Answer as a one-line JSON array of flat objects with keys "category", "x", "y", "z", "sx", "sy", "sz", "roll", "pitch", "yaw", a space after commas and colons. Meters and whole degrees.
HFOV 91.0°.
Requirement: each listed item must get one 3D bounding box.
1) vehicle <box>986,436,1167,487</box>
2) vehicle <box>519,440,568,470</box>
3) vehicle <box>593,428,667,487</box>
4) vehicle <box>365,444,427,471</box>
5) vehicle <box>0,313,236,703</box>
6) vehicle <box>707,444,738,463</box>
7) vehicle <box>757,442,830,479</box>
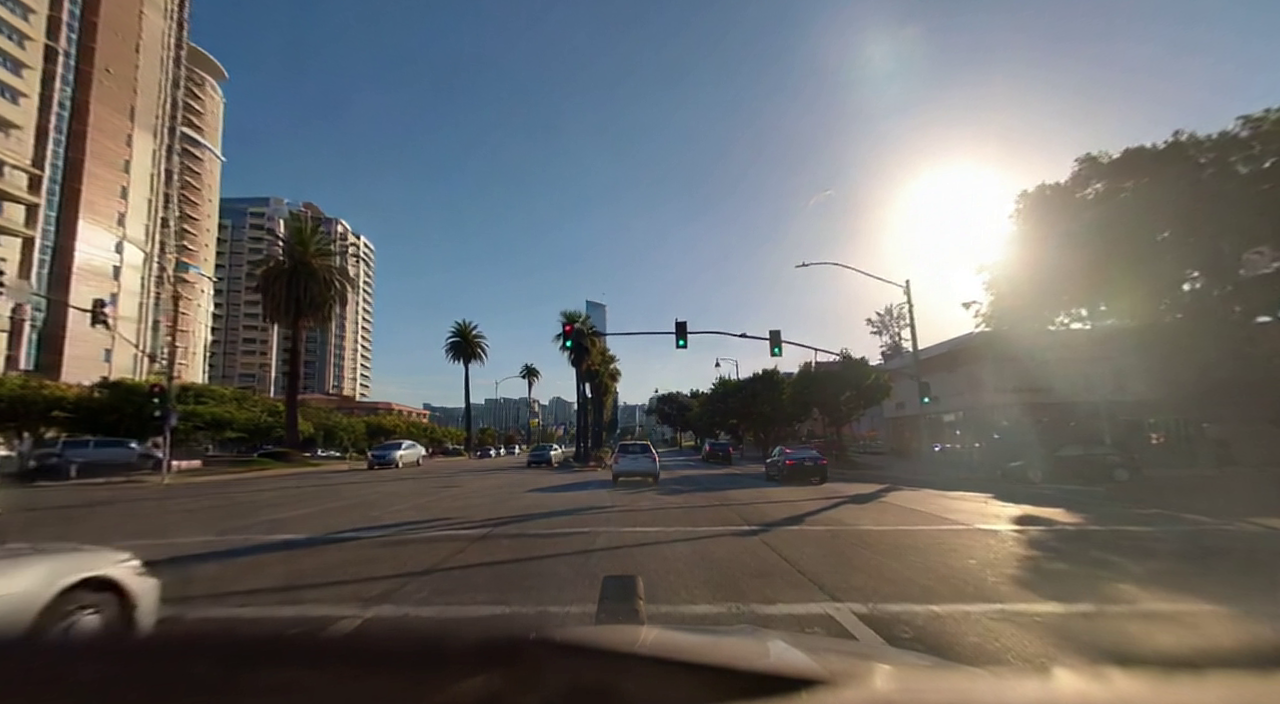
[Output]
[{"category": "vehicle", "x": 15.357, "y": 3.867, "z": 22.467, "sx": 4.722, "sy": 1.695, "sz": 2.121, "roll": -2, "pitch": -9, "yaw": 11}, {"category": "vehicle", "x": -5.328, "y": 5.722, "z": 35.247, "sx": 2.028, "sy": 1.489, "sz": 4.386, "roll": -3, "pitch": -8, "yaw": -1}, {"category": "vehicle", "x": -0.313, "y": 3.592, "z": 21.775, "sx": 2.277, "sy": 1.816, "sz": 4.192, "roll": 0, "pitch": -8, "yaw": 0}, {"category": "vehicle", "x": -14.837, "y": 6.430, "z": 38.543, "sx": 1.850, "sy": 1.544, "sz": 4.858, "roll": 0, "pitch": -8, "yaw": 0}, {"category": "vehicle", "x": -3.438, "y": 0.571, "z": 1.044, "sx": 2.144, "sy": 1.796, "sz": 5.103, "roll": 0, "pitch": -8, "yaw": 0}, {"category": "vehicle", "x": 6.408, "y": 7.873, "z": 49.050, "sx": 1.777, "sy": 1.443, "sz": 3.942, "roll": 0, "pitch": -8, "yaw": -2}, {"category": "vehicle", "x": 6.716, "y": 4.800, "z": 28.078, "sx": 1.975, "sy": 1.483, "sz": 4.769, "roll": 0, "pitch": -8, "yaw": -1}]
